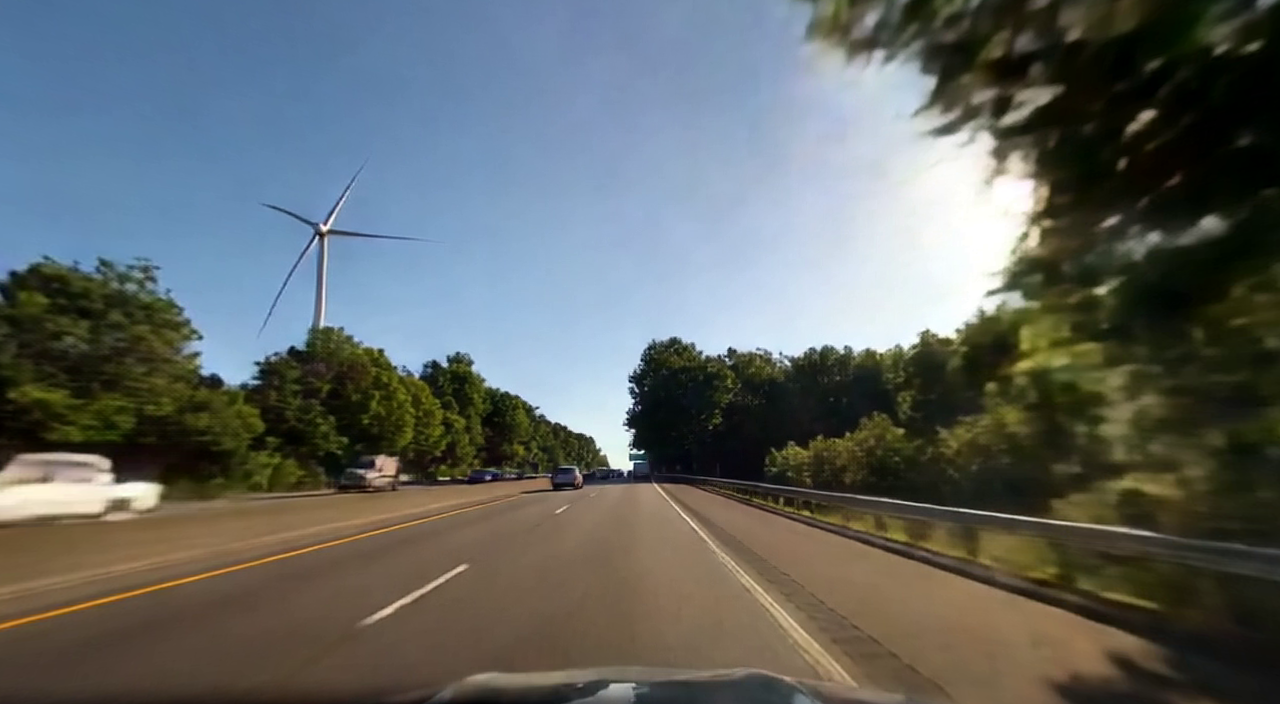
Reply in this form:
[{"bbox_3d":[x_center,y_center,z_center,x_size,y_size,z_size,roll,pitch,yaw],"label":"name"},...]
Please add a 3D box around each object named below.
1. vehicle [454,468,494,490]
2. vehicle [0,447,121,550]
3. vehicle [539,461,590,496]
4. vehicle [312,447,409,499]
[{"bbox_3d":[-12.405,9.525,47.418,1.844,1.561,4.103,1,-11,0],"label":"vehicle"},{"bbox_3d":[-12.488,2.589,11.178,2.064,1.818,5.180,1,-11,0],"label":"vehicle"},{"bbox_3d":[-3.975,6.742,33.793,2.124,1.705,4.440,0,-11,1],"label":"vehicle"},{"bbox_3d":[-16.486,7.252,37.879,2.254,2.753,7.758,1,-11,0],"label":"vehicle"}]
